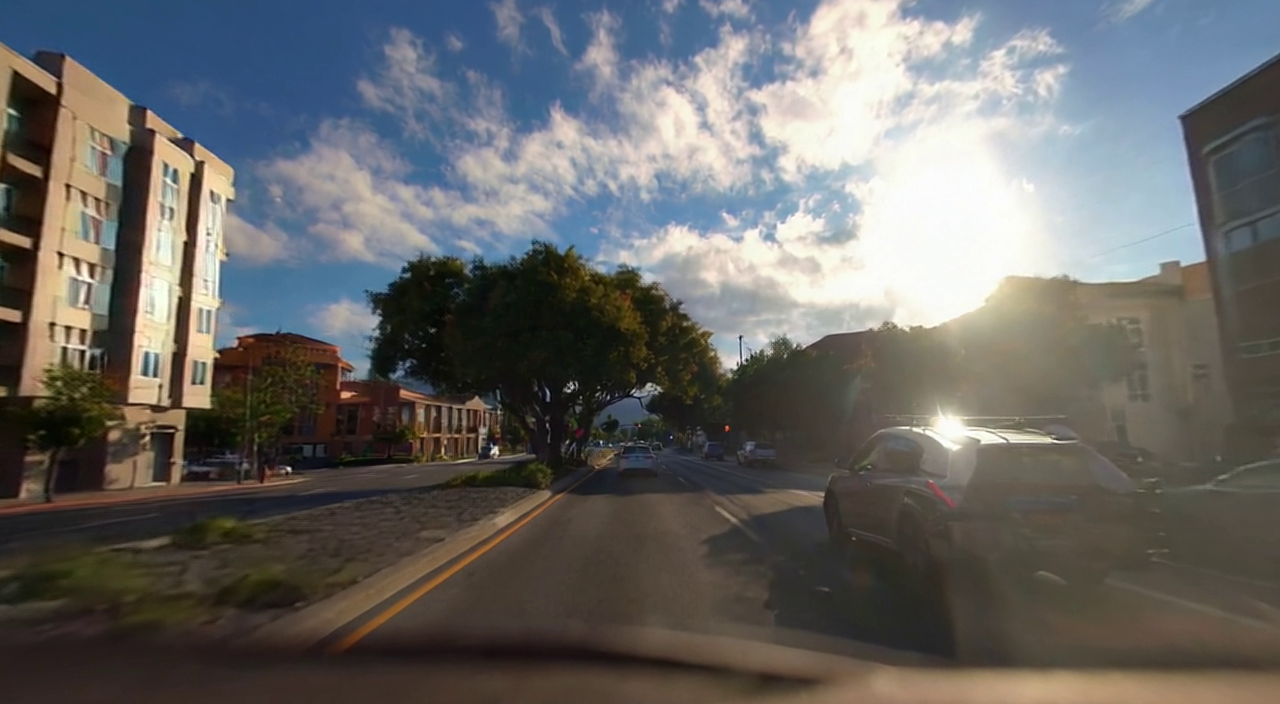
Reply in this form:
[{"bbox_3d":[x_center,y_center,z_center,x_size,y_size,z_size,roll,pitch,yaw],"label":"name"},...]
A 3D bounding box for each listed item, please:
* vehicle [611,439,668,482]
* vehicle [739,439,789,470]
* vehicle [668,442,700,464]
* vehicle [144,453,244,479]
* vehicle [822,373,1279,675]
[{"bbox_3d":[-0.042,4.136,24.346,2.006,1.487,3.535,0,-9,-1],"label":"vehicle"},{"bbox_3d":[7.435,6.212,38.389,2.115,1.739,4.528,0,-9,0],"label":"vehicle"},{"bbox_3d":[3.161,7.357,46.210,1.910,1.474,4.003,0,-9,-2],"label":"vehicle"},{"bbox_3d":[-27.824,7.100,39.497,4.732,1.497,2.077,-1,-9,2],"label":"vehicle"},{"bbox_3d":[3.279,1.285,5.733,1.949,1.723,4.020,0,-9,-1],"label":"vehicle"}]
